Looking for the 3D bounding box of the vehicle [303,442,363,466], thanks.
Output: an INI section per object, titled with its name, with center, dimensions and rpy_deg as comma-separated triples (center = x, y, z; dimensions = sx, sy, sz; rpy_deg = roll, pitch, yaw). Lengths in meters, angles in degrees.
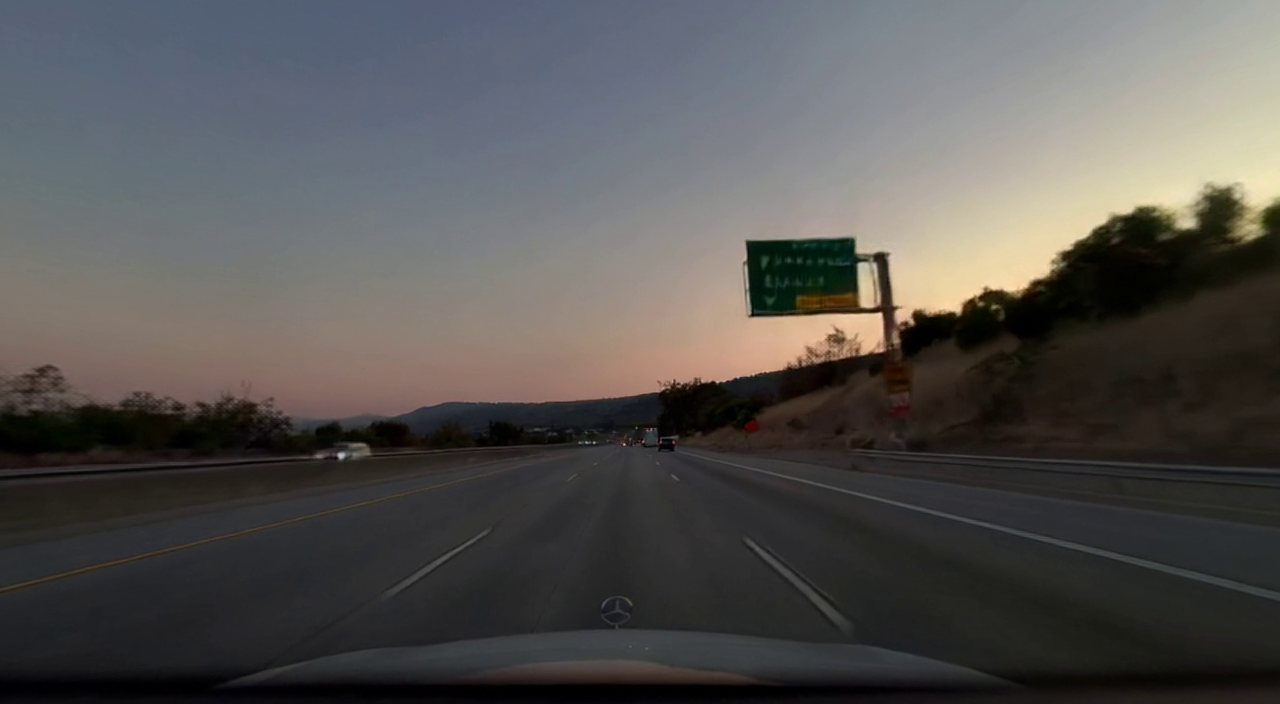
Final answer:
[vehicle]
center = -20.097, 6.639, 41.336
dimensions = 1.879, 1.456, 4.091
rpy_deg = 0, -8, 0
